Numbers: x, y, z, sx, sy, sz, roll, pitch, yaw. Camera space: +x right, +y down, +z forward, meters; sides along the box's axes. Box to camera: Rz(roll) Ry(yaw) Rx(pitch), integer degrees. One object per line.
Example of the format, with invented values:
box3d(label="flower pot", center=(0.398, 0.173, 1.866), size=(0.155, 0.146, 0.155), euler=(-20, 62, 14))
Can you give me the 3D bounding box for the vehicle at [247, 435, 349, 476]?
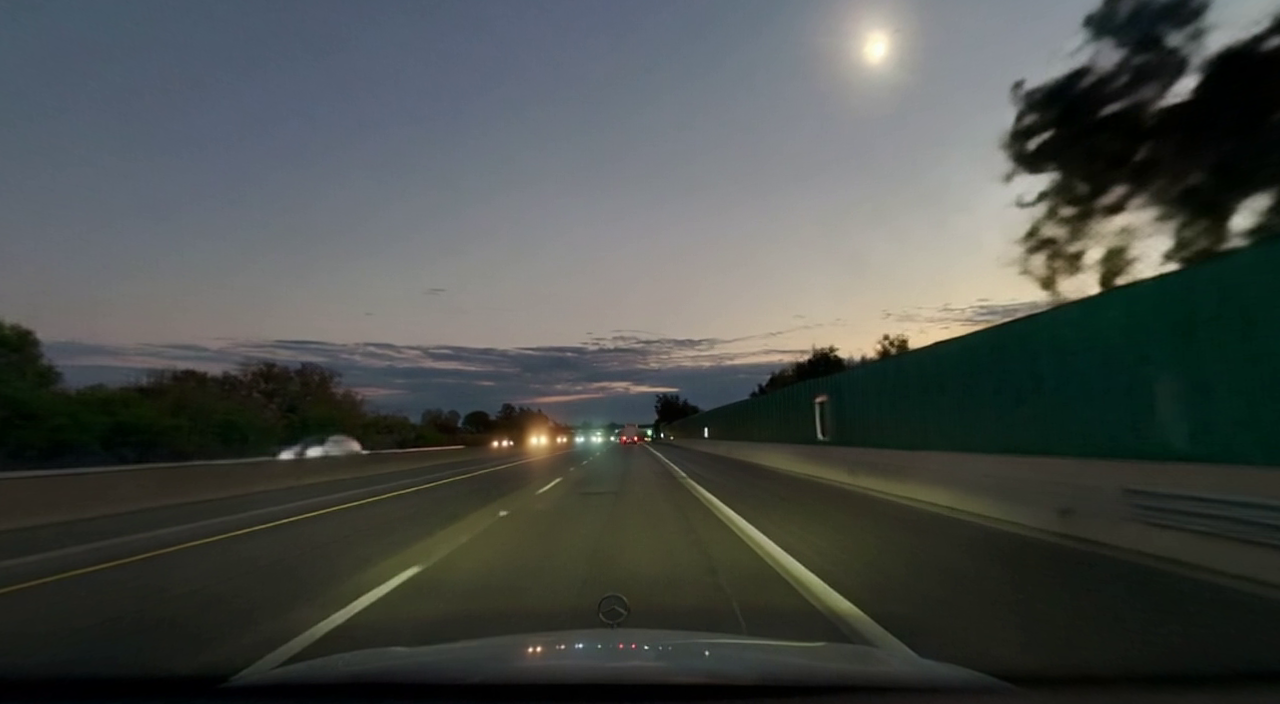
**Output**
box3d(label="vehicle", center=(-13.190, 3.989, 24.581), size=(1.753, 1.440, 3.948), euler=(0, -7, 0))
